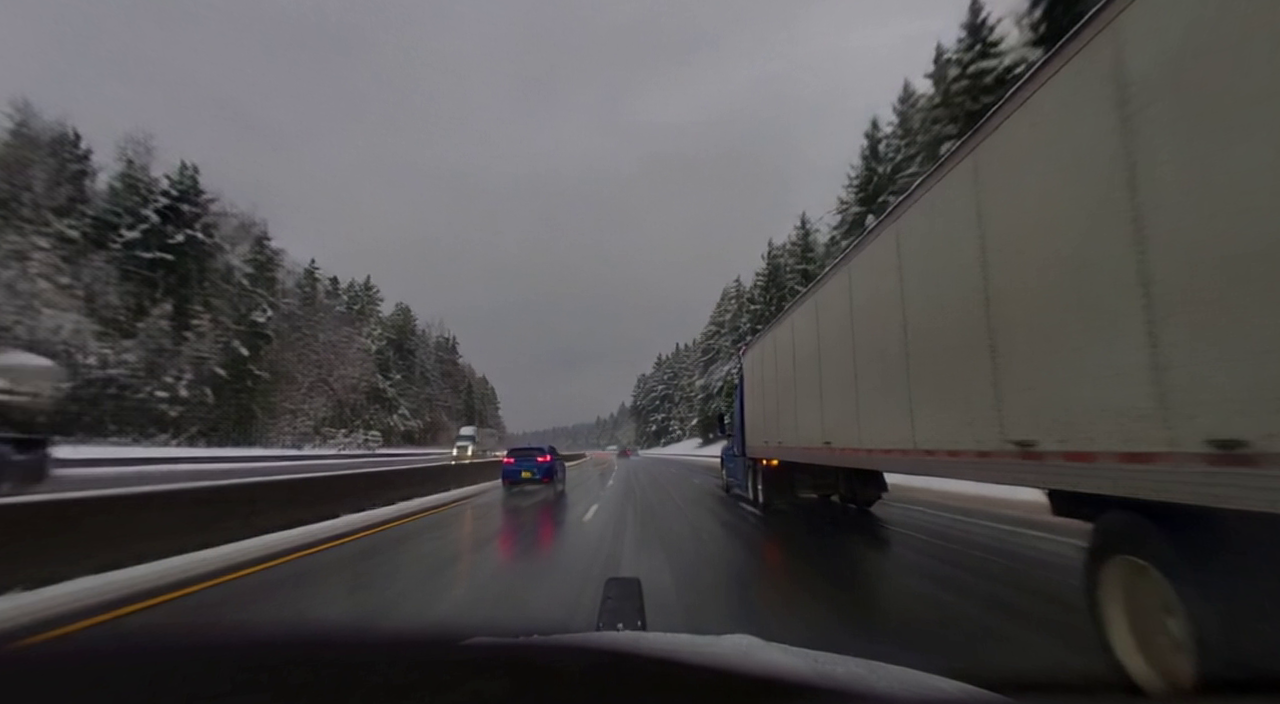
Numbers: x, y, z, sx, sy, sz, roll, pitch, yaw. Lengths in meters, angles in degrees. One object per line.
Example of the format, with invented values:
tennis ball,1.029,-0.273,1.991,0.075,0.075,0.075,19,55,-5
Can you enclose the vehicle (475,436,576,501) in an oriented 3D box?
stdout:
vehicle,-3.217,3.391,18.634,2.115,1.670,4.261,0,-9,1

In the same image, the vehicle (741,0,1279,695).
vehicle,4.502,0.174,7.964,3.532,4.201,17.611,0,-9,0
